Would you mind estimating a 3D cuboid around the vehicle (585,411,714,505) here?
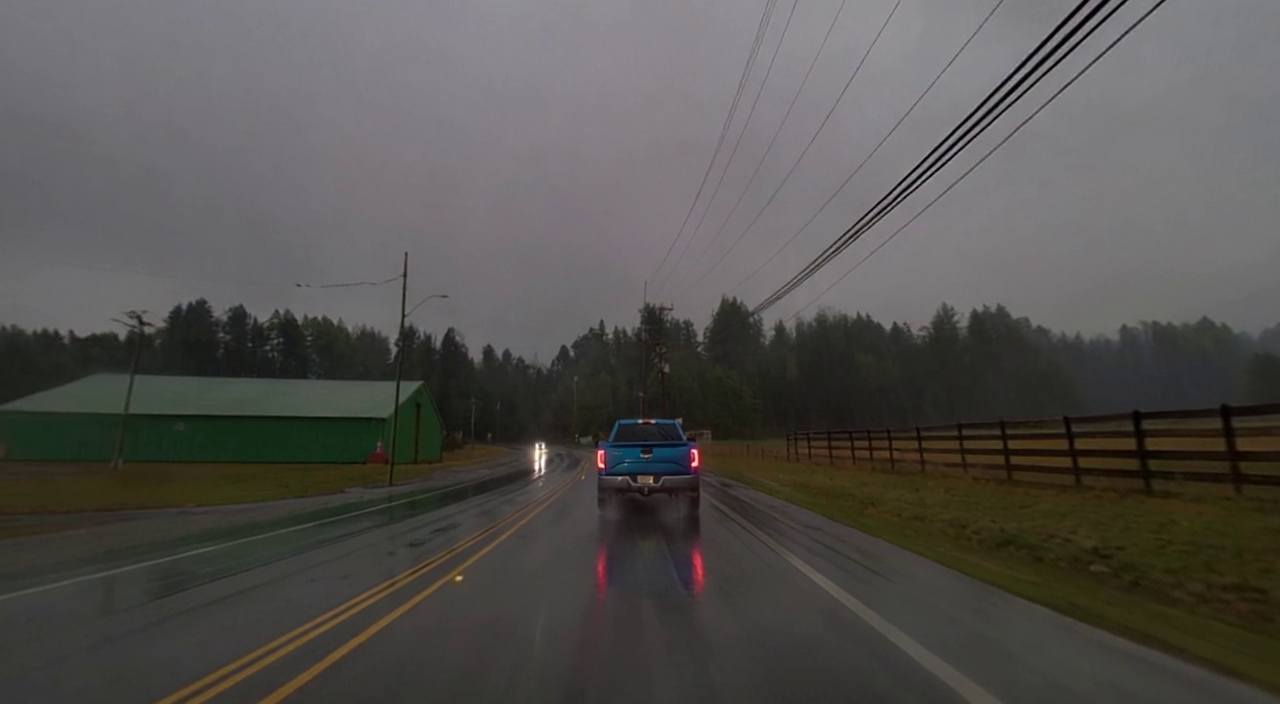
[{"bbox_3d":[0.078,2.693,16.442,2.693,1.941,6.356,0,-8,-2],"label":"vehicle"}]
